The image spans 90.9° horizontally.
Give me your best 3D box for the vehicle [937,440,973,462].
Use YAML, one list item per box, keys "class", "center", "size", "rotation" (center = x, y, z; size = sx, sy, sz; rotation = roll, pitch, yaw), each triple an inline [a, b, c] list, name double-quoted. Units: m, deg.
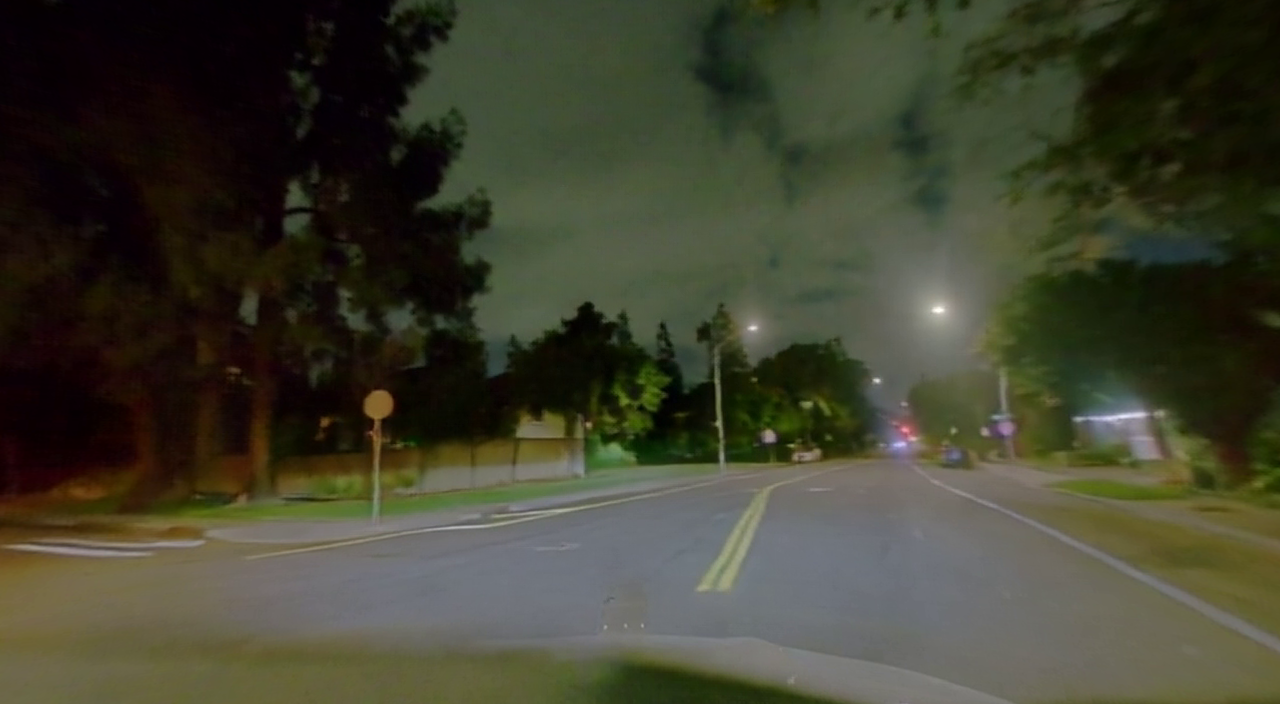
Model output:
- class: "vehicle"
  center: [23.580, 7.397, 47.234]
  size: [1.970, 1.530, 3.685]
  rotation: [-3, -9, 21]
